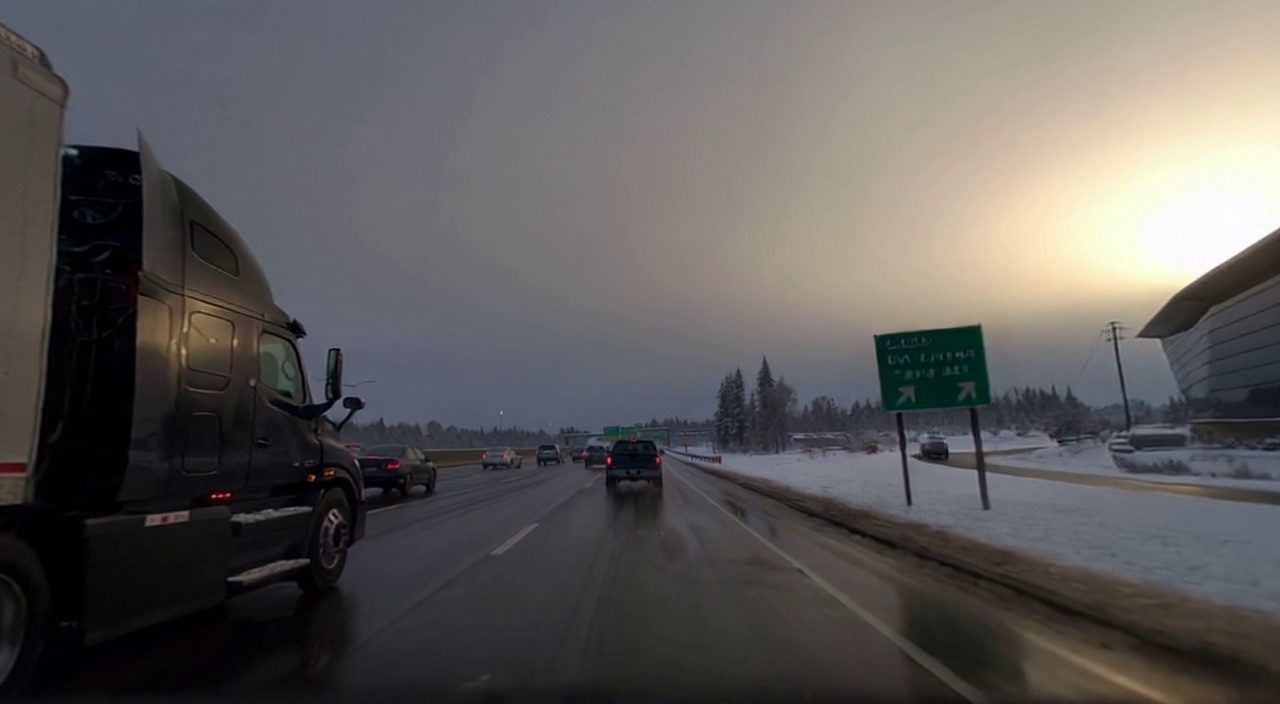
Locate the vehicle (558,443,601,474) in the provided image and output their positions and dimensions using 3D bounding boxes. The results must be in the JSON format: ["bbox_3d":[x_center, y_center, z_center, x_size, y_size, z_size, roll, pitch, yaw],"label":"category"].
[{"bbox_3d":[-3.440,6.136,36.588,1.952,1.649,4.131,0,-9,1],"label":"vehicle"}]

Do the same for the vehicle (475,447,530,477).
[{"bbox_3d":[-7.131,5.747,33.180,1.869,1.466,4.217,0,-9,1],"label":"vehicle"}]

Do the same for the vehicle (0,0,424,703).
[{"bbox_3d":[-3.869,-0.460,2.024,2.990,3.885,8.540,0,-9,2],"label":"vehicle"}]

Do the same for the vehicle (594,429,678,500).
[{"bbox_3d":[-0.071,3.170,18.090,2.152,1.779,3.924,0,-9,1],"label":"vehicle"}]
